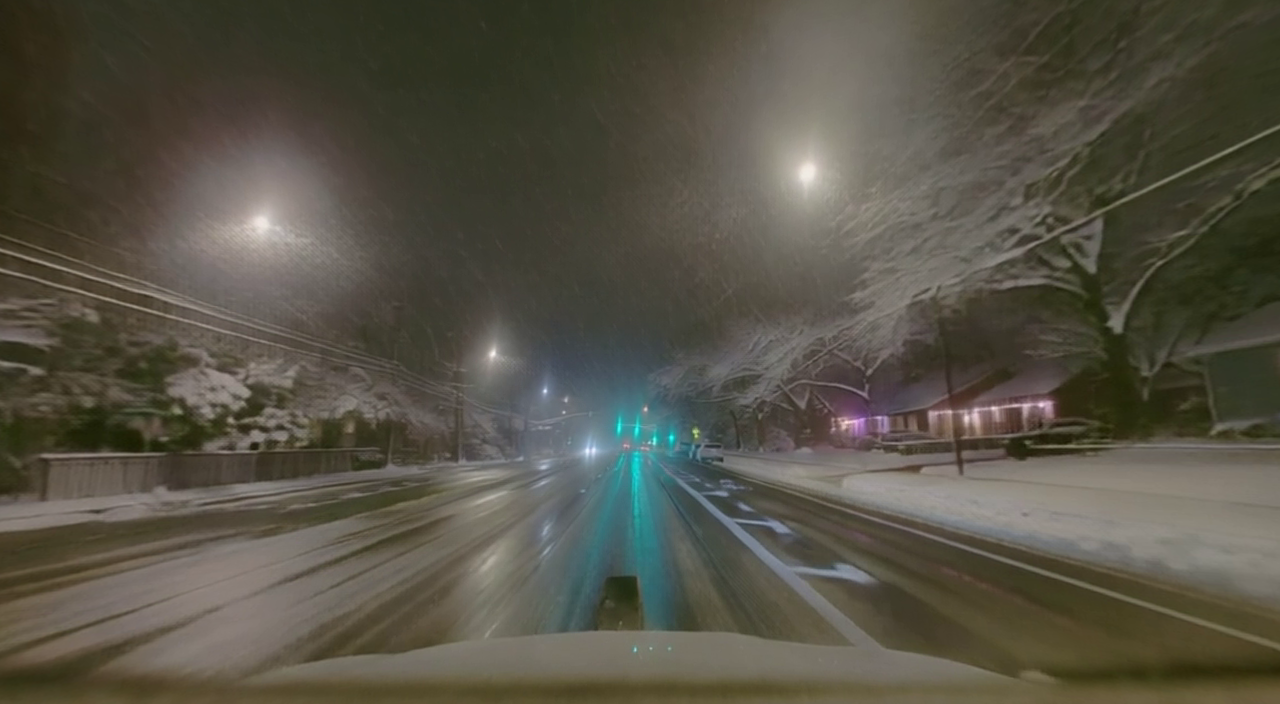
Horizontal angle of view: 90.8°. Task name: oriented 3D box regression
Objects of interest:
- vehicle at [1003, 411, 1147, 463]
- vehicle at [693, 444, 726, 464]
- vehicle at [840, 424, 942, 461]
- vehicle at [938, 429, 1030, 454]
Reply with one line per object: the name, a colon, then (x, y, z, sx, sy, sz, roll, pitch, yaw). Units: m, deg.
vehicle: (15.091, 3.050, 22.305, 1.908, 1.610, 4.582, 0, -9, 2)
vehicle: (5.190, 7.621, 47.514, 1.984, 1.418, 4.709, 0, -8, 0)
vehicle: (15.132, 5.484, 38.321, 5.136, 1.795, 2.244, -4, -9, -3)
vehicle: (20.961, 5.476, 38.575, 4.479, 1.474, 1.907, 0, -8, -1)
